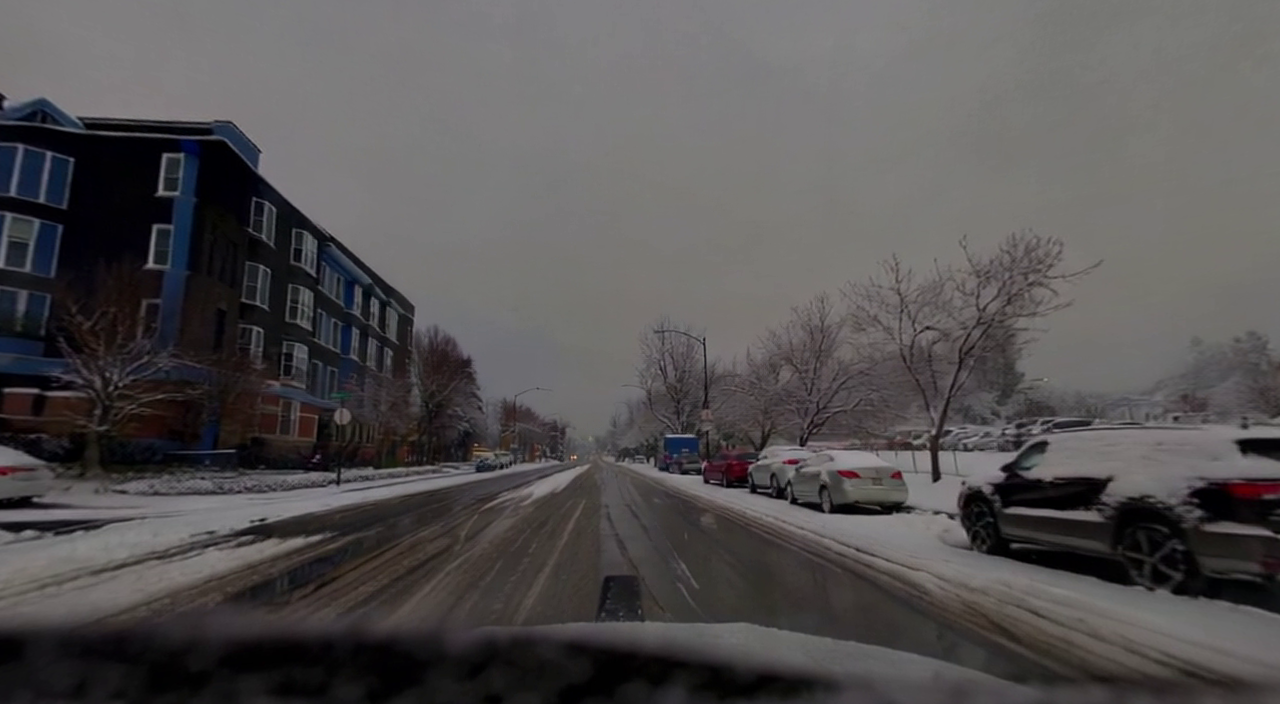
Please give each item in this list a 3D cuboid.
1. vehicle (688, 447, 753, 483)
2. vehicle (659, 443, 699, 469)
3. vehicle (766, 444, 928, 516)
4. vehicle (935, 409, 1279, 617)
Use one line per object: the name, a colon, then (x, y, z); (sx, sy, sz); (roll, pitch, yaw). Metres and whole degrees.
vehicle: (3.560, 5.087, 28.768); (1.901, 1.495, 4.340); (1, -8, -6)
vehicle: (2.710, 7.334, 44.739); (2.386, 1.752, 4.376); (0, -8, -2)
vehicle: (5.081, 3.197, 16.432); (2.122, 1.554, 4.777); (1, -9, -7)
vehicle: (5.960, 1.690, 7.667); (1.917, 1.704, 4.840); (1, -9, -7)
